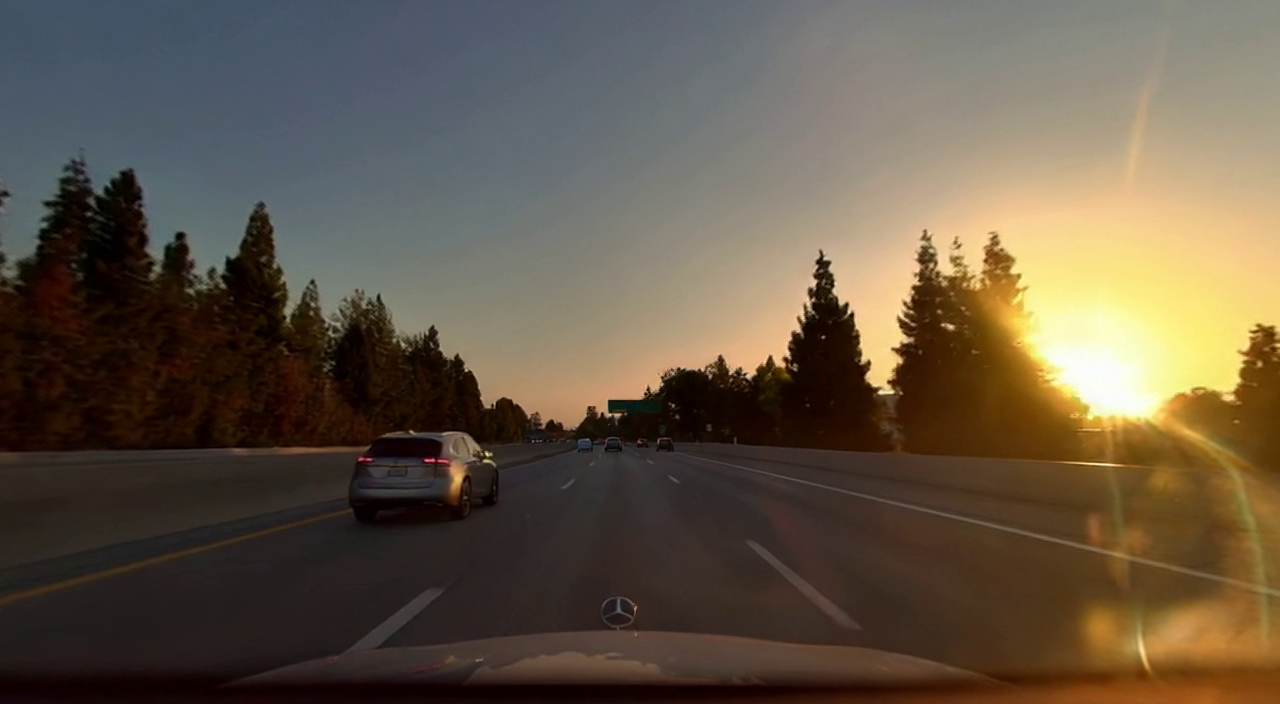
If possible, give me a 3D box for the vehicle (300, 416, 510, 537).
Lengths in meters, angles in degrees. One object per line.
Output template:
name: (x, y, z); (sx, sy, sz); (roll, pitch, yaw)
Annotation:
vehicle: (-3.738, 2.052, 10.994); (2.074, 1.652, 4.273); (0, -8, -1)
